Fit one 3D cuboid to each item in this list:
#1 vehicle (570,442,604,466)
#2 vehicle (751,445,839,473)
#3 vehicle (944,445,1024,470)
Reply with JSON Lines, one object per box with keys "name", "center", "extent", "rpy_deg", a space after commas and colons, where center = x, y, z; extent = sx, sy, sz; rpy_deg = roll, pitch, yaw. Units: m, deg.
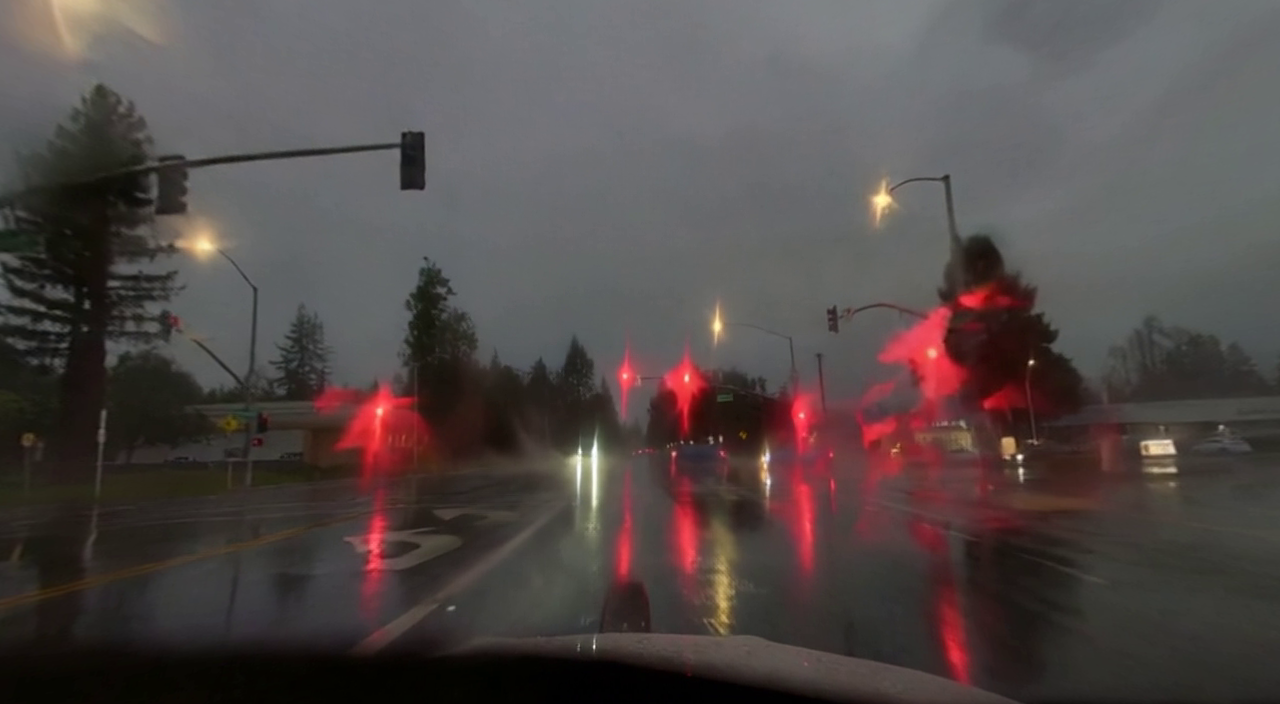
{"name": "vehicle", "center": [-3.811, 7.501, 46.386], "extent": [2.140, 1.638, 4.259], "rpy_deg": [0, -9, 0]}
{"name": "vehicle", "center": [8.746, 6.041, 35.593], "extent": [4.528, 1.482, 1.864], "rpy_deg": [4, -10, -22]}
{"name": "vehicle", "center": [21.781, 6.662, 39.903], "extent": [4.377, 1.523, 1.877], "rpy_deg": [3, -10, -18]}
